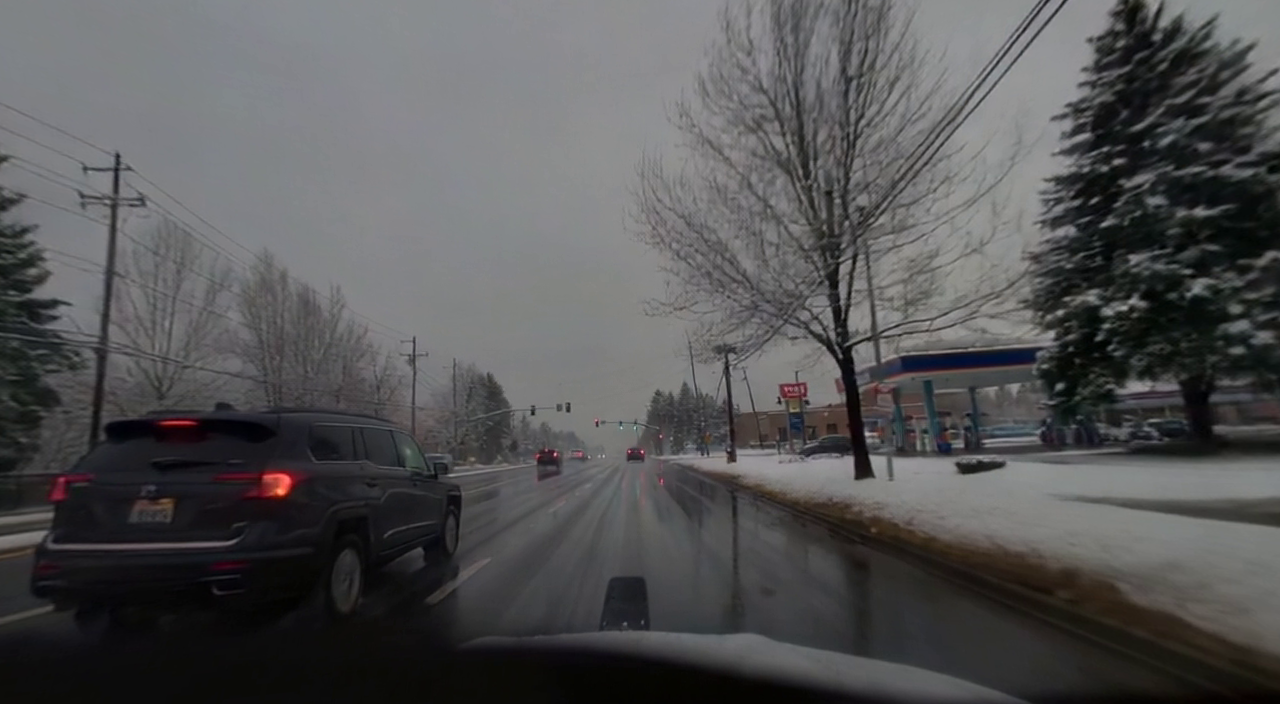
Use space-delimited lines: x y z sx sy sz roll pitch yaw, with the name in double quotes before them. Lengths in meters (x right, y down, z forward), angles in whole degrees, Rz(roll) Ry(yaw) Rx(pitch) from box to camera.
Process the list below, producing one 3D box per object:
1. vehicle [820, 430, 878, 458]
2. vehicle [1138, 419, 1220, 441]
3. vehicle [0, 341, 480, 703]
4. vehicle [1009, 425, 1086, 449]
"vehicle" 15.829 7.070 48.106 2.178 1.911 5.852 -2 -9 -2
"vehicle" 41.549 6.061 48.657 4.630 1.529 1.759 -8 -10 42
"vehicle" -3.107 1.211 5.368 2.190 1.844 4.751 0 -9 1
"vehicle" 30.817 6.480 47.714 4.459 1.605 1.883 -10 -12 44
